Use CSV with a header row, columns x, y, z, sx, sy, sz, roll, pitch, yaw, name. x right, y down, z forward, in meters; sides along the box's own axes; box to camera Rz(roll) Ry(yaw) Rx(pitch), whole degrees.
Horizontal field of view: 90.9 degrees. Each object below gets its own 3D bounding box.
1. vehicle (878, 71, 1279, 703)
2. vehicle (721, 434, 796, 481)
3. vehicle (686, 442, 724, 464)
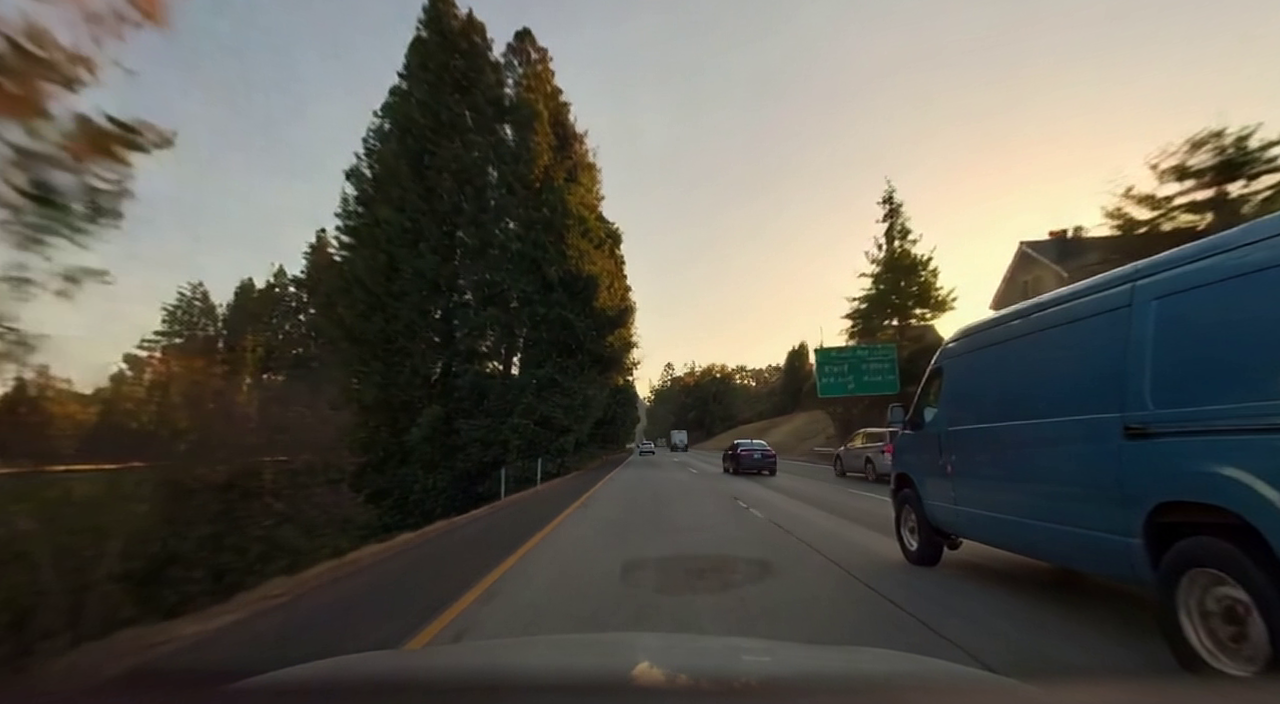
x,y,z,sx,sy,sz,roll,pitch,yaw,name
3.631,0.436,3.552,2.302,2.670,5.912,0,-8,1,vehicle
4.499,4.051,24.597,2.034,1.651,4.342,0,-8,0,vehicle
4.389,6.880,43.216,2.050,1.448,4.123,0,-8,-1,vehicle
